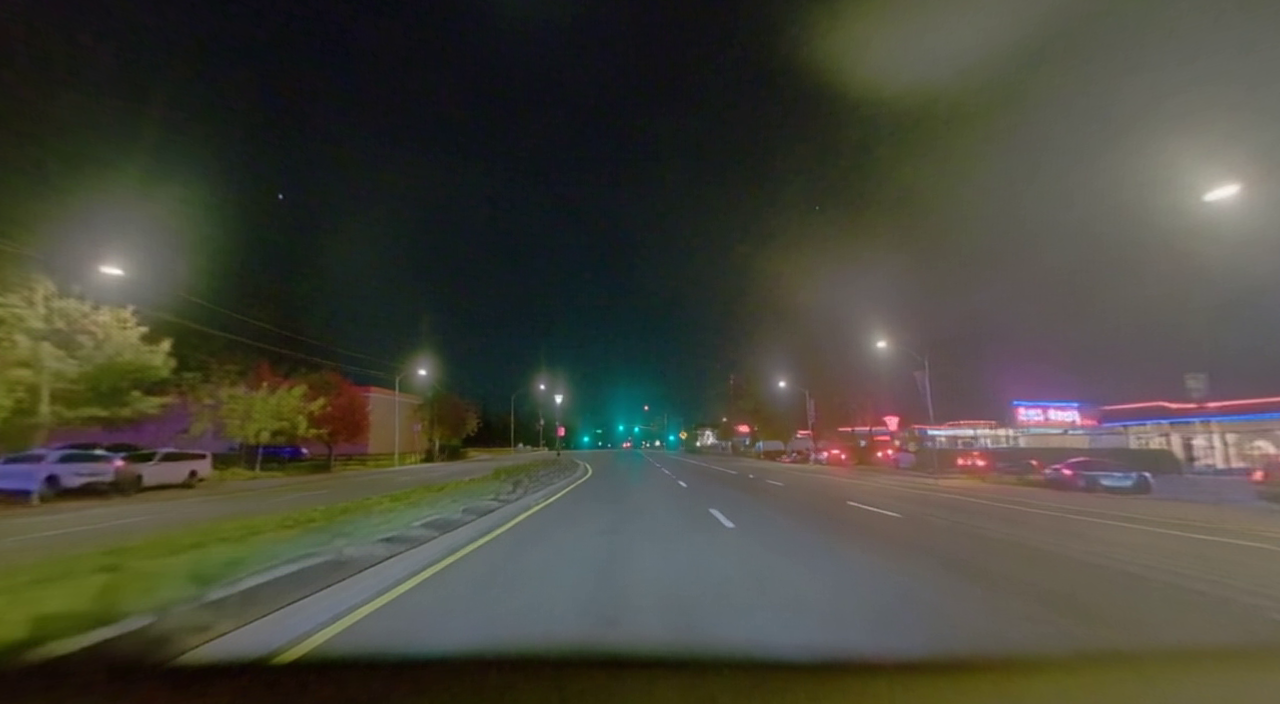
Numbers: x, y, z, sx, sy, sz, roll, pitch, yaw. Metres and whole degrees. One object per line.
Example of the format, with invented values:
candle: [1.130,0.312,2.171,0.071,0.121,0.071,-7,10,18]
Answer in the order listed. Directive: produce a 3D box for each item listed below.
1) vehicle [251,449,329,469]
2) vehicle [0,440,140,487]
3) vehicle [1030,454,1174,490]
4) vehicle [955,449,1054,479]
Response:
vehicle: [-26.934,8.237,48.729,4.777,1.469,1.937,1,-9,-6]
vehicle: [-26.117,4.880,28.173,2.356,1.853,6.402,0,-8,1]
vehicle: [20.188,5.240,27.774,4.764,1.455,1.832,-1,-9,3]
vehicle: [20.740,6.363,36.078,4.423,1.633,2.010,0,-9,-1]
